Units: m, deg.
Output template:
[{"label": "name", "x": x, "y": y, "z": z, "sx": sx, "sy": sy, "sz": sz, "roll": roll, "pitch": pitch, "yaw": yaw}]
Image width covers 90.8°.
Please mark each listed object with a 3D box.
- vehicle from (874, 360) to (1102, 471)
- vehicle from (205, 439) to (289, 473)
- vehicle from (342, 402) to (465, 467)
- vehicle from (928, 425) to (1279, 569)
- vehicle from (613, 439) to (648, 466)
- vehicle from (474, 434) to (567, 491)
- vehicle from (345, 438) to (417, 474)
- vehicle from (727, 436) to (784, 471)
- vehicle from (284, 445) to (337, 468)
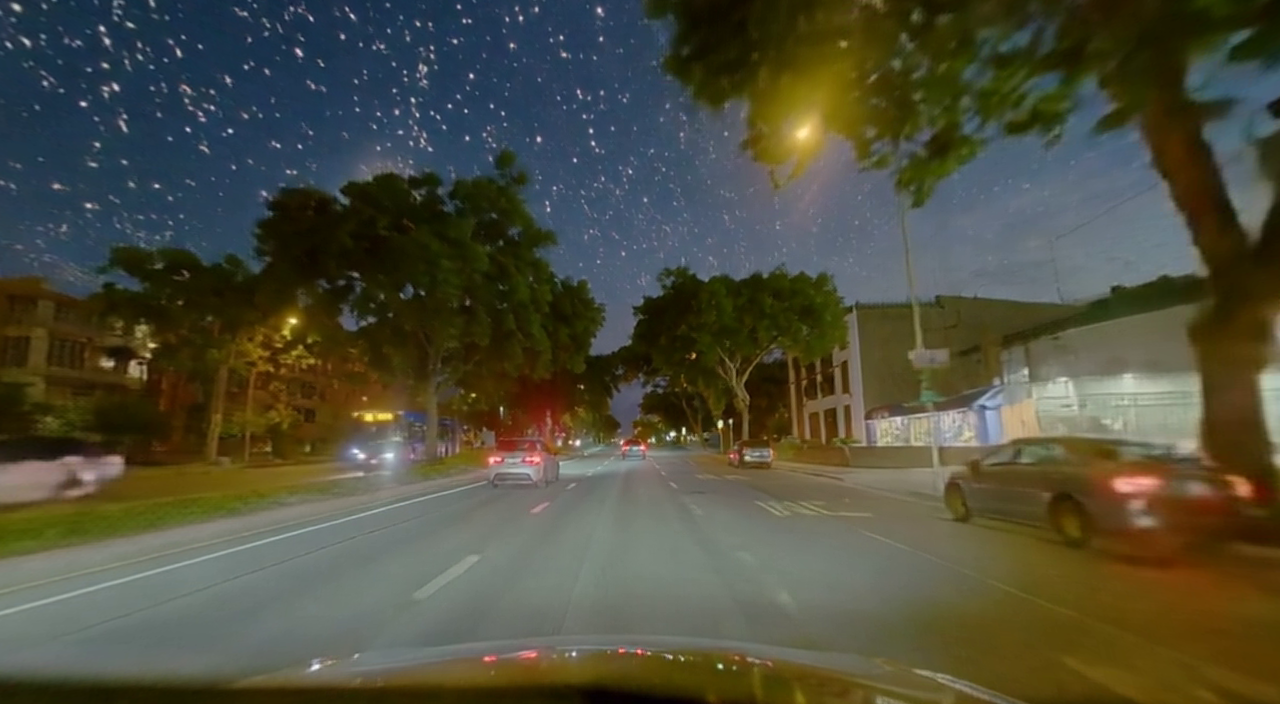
[{"label": "vehicle", "x": 17.749, "y": 3.780, "z": 34.976, "sx": 3.225, "sy": 4.571, "sz": 16.558, "roll": -3, "pitch": -8, "yaw": 0}, {"label": "vehicle", "x": -22.223, "y": 5.872, "z": 35.966, "sx": 2.051, "sy": 1.761, "sz": 4.345, "roll": 0, "pitch": -8, "yaw": -2}, {"label": "vehicle", "x": -15.542, "y": 5.752, "z": 43.371, "sx": 3.303, "sy": 3.710, "sz": 13.912, "roll": 0, "pitch": -8, "yaw": -1}, {"label": "vehicle", "x": 6.314, "y": 1.924, "z": 9.194, "sx": 2.130, "sy": 1.584, "sz": 4.181, "roll": 0, "pitch": -8, "yaw": -2}, {"label": "vehicle", "x": -0.510, "y": 5.993, "z": 37.766, "sx": 1.999, "sy": 1.520, "sz": 3.896, "roll": 0, "pitch": -8, "yaw": 0}, {"label": "vehicle", "x": -3.456, "y": 3.293, "z": 19.161, "sx": 1.934, "sy": 1.522, "sz": 4.287, "roll": 0, "pitch": -8, "yaw": 1}, {"label": "vehicle", "x": -12.035, "y": 4.848, "z": 29.633, "sx": 1.797, "sy": 1.532, "sz": 3.869, "roll": 0, "pitch": -8, "yaw": -1}, {"label": "vehicle", "x": 6.410, "y": 5.695, "z": 35.860, "sx": 2.206, "sy": 1.803, "sz": 5.753, "roll": 0, "pitch": -8, "yaw": 1}, {"label": "vehicle", "x": -22.125, "y": 7.032, "z": 42.585, "sx": 1.655, "sy": 1.455, "sz": 3.653, "roll": 0, "pitch": -9, "yaw": -2}]
